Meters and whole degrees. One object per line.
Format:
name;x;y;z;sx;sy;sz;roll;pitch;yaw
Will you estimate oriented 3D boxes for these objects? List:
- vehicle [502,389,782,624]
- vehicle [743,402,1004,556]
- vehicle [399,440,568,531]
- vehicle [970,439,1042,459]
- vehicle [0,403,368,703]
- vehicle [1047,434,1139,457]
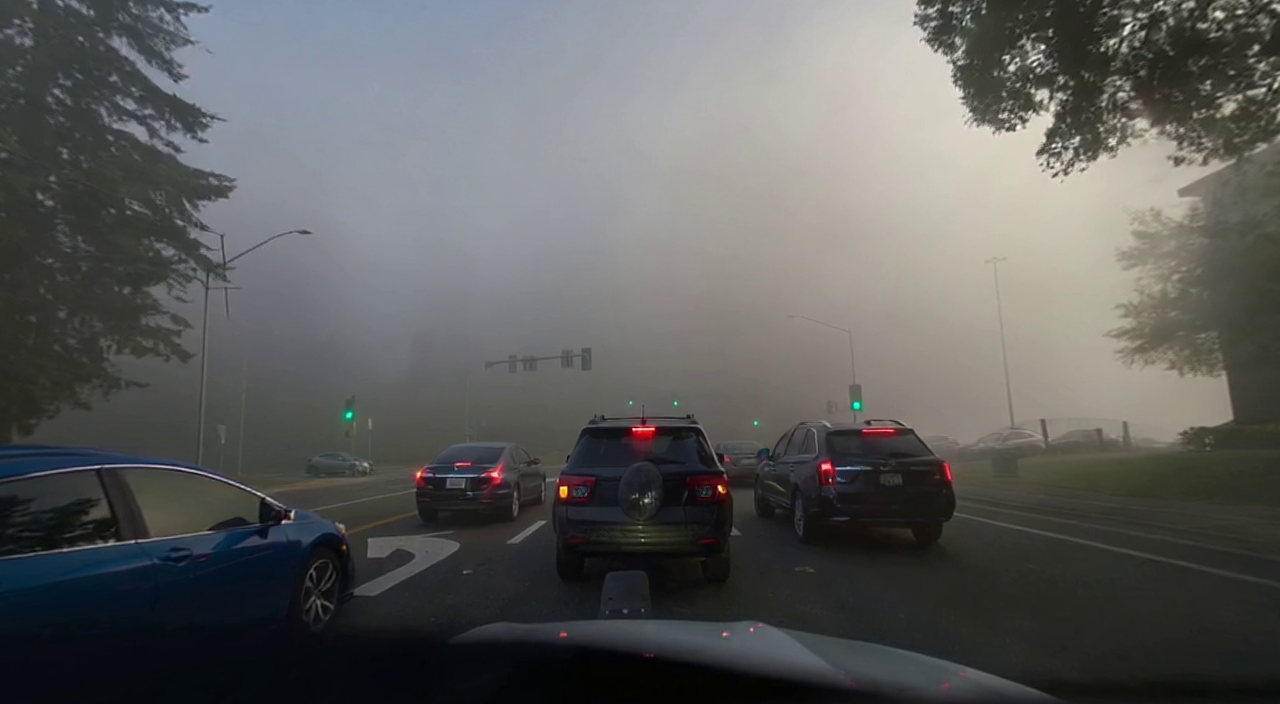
vehicle;0.030;1.457;6.810;2.113;1.768;3.901;0;-8;0
vehicle;3.346;1.982;10.615;2.408;1.908;5.355;0;-8;1
vehicle;-2.813;2.512;12.585;2.072;1.450;4.612;0;-8;1
vehicle;26.528;7.025;45.808;4.180;1.376;1.583;0;-8;2
vehicle;-3.068;0.984;2.542;1.909;1.476;4.751;0;-8;-1
vehicle;32.764;6.769;45.725;4.869;1.622;2.230;0;-8;0
